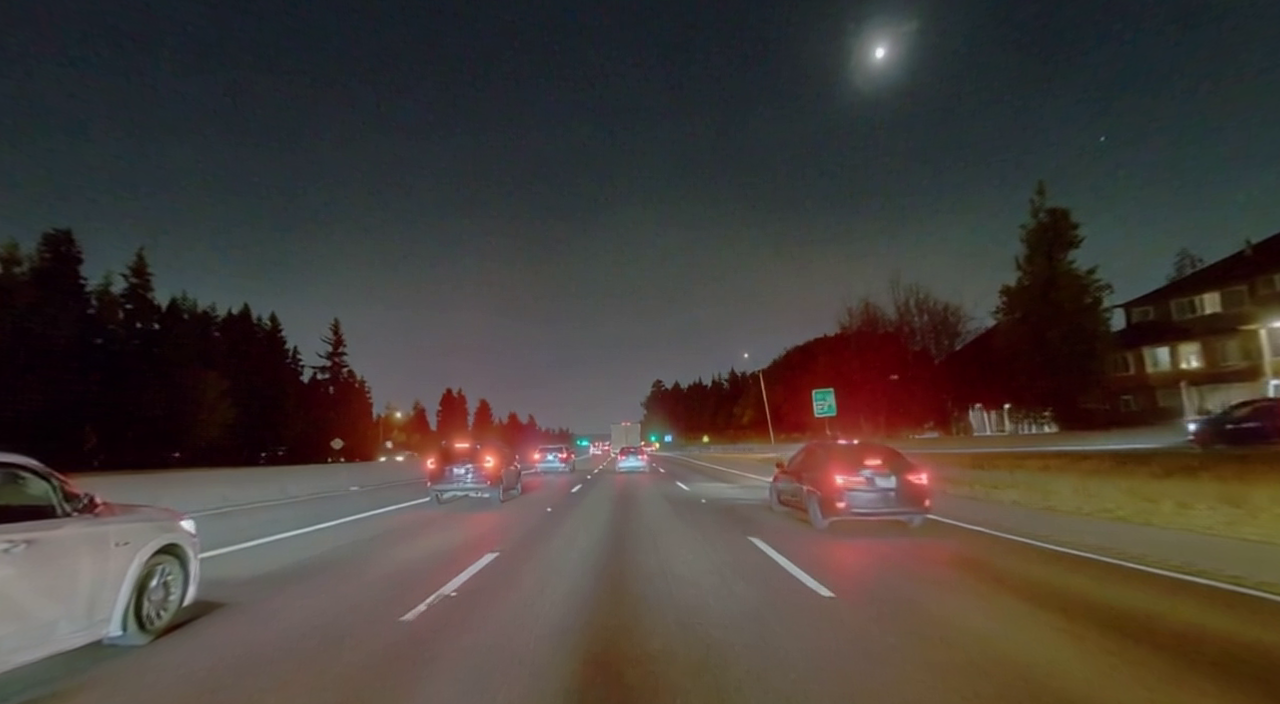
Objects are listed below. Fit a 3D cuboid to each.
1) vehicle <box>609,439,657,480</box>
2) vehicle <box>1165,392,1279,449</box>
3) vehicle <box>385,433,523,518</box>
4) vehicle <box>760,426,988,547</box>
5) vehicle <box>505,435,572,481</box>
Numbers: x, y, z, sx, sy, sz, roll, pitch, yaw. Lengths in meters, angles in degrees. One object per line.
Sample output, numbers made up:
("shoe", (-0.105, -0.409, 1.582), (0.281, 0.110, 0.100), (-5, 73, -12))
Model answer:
("vehicle", (-0.338, 4.892, 28.997), (2.063, 1.703, 4.203), (0, -9, -1))
("vehicle", (20.031, 2.265, 20.392), (2.048, 1.674, 4.106), (3, -9, -18))
("vehicle", (-4.080, 2.776, 14.639), (1.988, 1.668, 4.021), (0, -9, 0))
("vehicle", (3.469, 2.084, 10.436), (2.027, 1.554, 4.252), (0, -9, -1))
("vehicle", (-4.577, 4.917, 29.559), (2.301, 1.944, 5.482), (0, -9, -1))
